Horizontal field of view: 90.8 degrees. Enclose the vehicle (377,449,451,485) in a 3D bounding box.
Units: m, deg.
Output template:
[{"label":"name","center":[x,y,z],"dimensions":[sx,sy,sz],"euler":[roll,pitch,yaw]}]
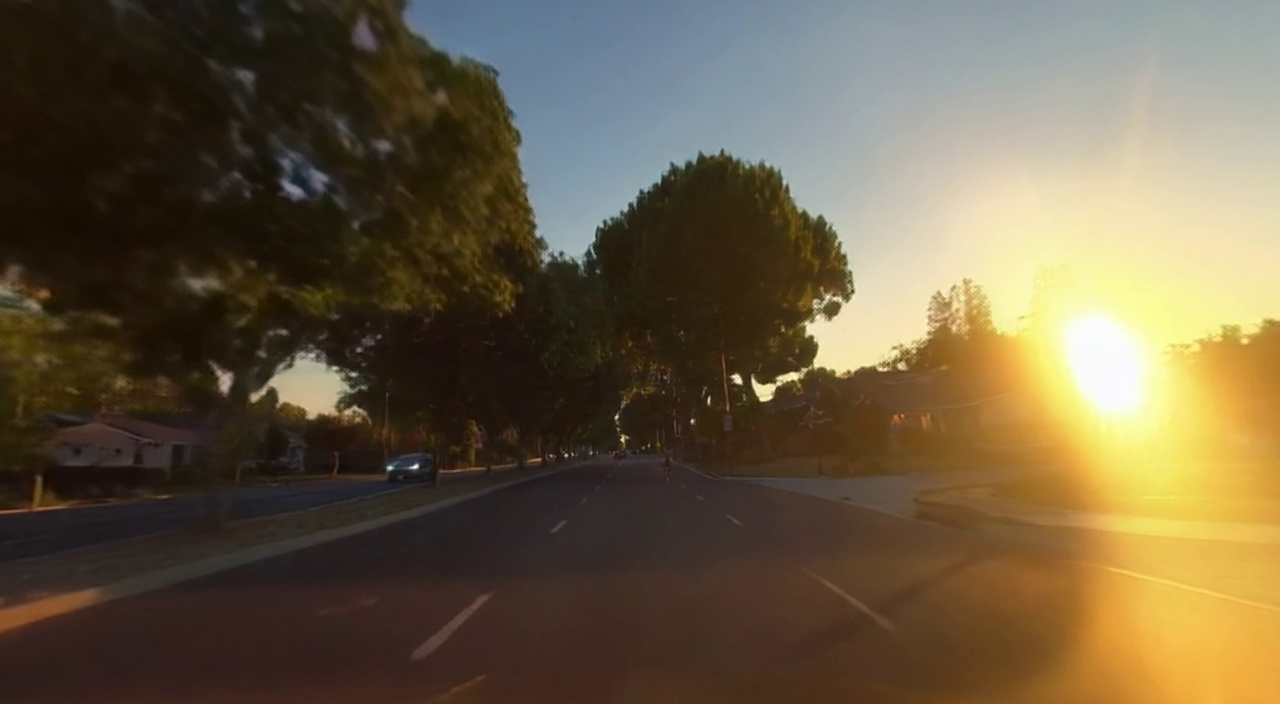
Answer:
[{"label":"vehicle","center":[-11.567,5.870,32.706],"dimensions":[2.070,1.669,4.576],"euler":[0,-8,0]}]
